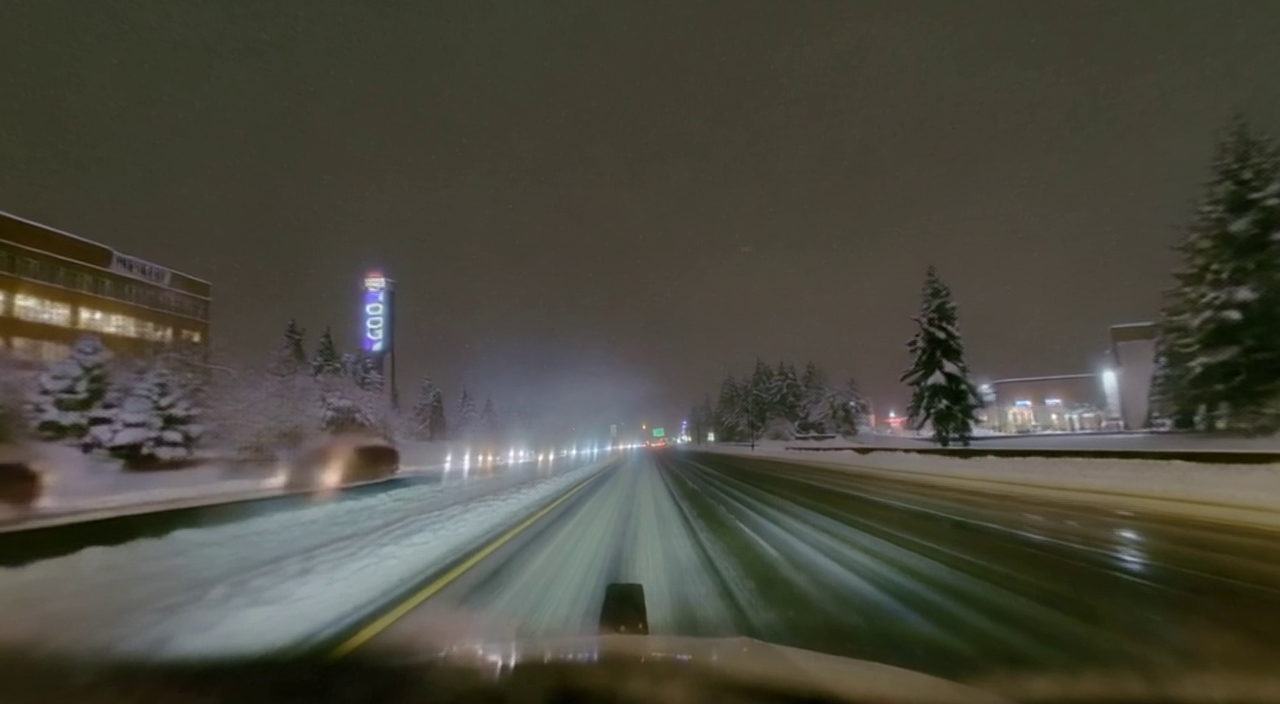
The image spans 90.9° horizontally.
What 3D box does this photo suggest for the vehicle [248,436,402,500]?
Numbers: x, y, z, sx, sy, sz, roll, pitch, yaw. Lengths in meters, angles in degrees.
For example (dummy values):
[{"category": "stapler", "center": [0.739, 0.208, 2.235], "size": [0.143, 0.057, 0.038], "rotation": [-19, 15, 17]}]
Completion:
[{"category": "vehicle", "center": [-10.825, 4.023, 22.423], "size": [2.307, 1.934, 6.053], "rotation": [0, -8, 0]}]
